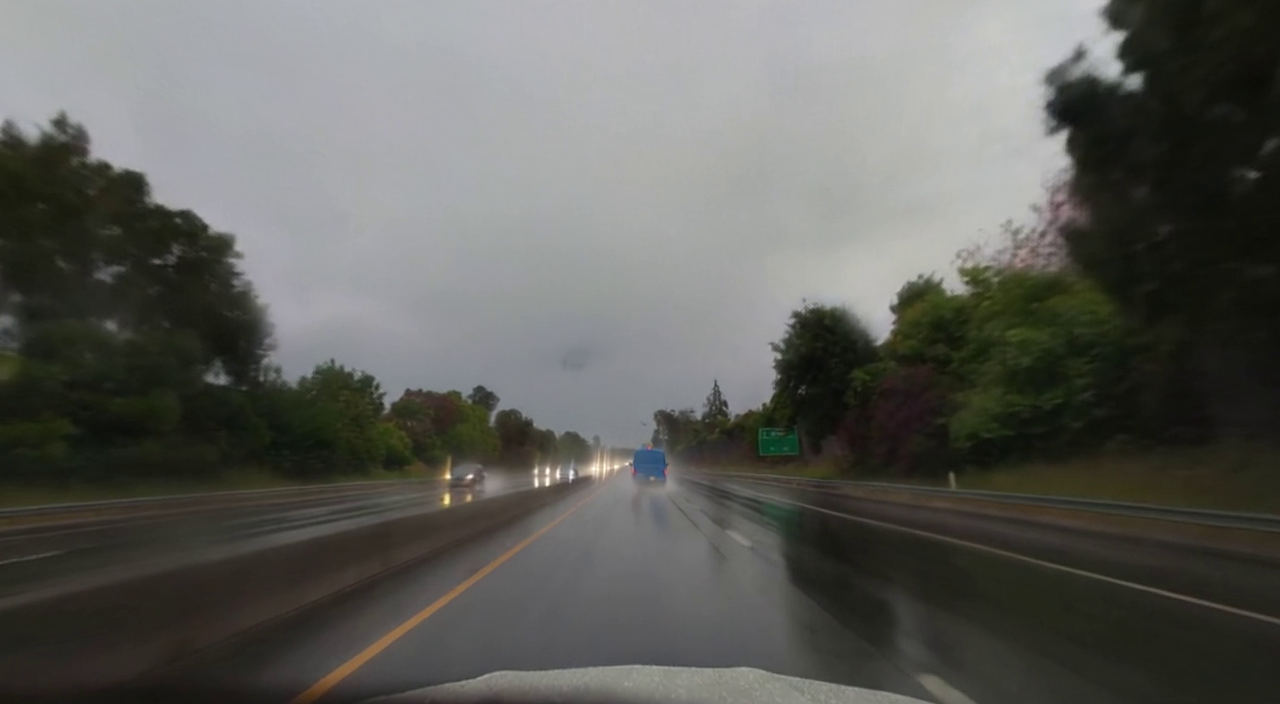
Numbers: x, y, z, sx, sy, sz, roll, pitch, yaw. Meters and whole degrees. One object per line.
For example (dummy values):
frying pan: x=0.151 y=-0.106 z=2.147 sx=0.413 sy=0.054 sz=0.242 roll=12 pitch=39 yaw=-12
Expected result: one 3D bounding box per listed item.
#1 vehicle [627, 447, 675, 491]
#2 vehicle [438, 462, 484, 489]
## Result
vehicle: x=0.522 y=6.381 z=34.393 sx=2.429 sy=2.167 sz=4.558 roll=1 pitch=-11 yaw=-2
vehicle: x=-12.950 y=8.966 z=45.780 sx=2.101 sy=1.841 sz=4.167 roll=1 pitch=-11 yaw=-1
